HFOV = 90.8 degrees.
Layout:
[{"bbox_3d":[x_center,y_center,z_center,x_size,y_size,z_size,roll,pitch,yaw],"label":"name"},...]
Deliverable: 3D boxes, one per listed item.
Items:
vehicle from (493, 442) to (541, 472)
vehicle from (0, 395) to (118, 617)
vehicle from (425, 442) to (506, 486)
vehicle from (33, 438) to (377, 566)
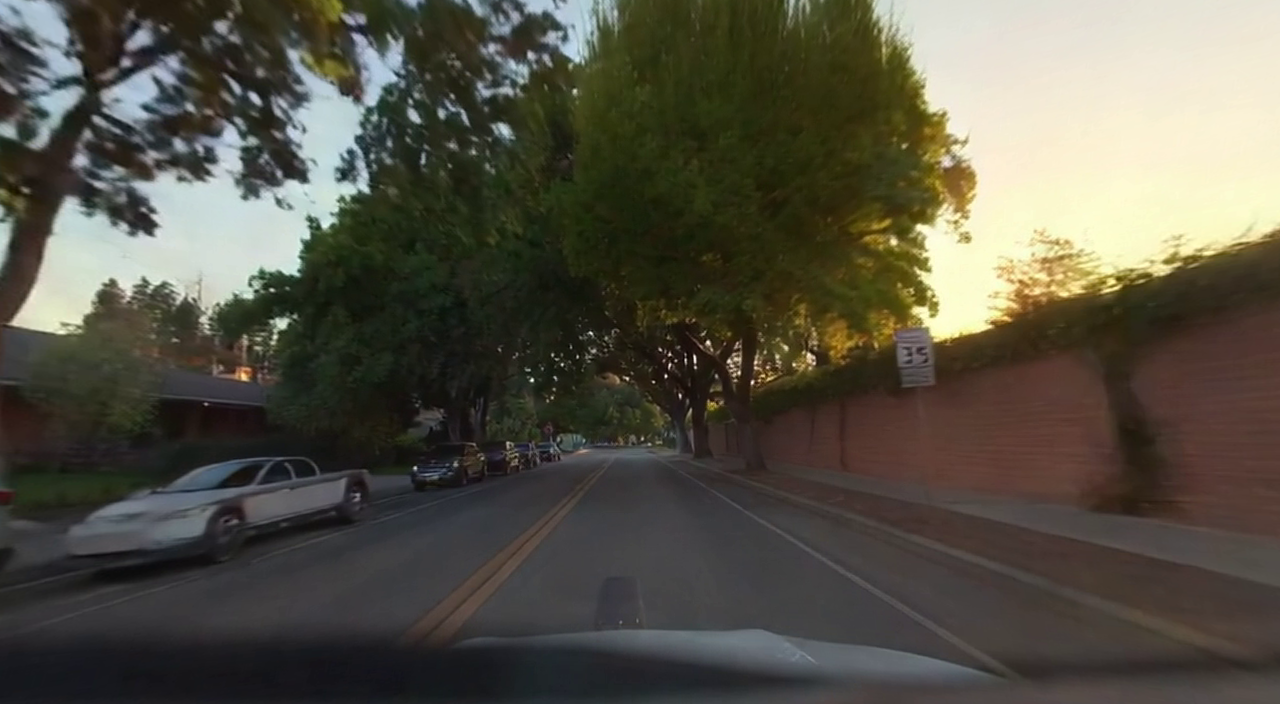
[{"bbox_3d":[-6.930,5.969,36.187,1.952,1.514,4.630,1,-8,-2],"label":"vehicle"},{"bbox_3d":[-6.236,1.036,3.654,1.976,1.805,5.123,1,-8,1],"label":"vehicle"},{"bbox_3d":[-6.589,4.259,24.395,1.906,1.460,4.391,1,-8,-1],"label":"vehicle"},{"bbox_3d":[-6.349,2.163,10.219,1.925,1.488,4.983,1,-8,1],"label":"vehicle"}]
